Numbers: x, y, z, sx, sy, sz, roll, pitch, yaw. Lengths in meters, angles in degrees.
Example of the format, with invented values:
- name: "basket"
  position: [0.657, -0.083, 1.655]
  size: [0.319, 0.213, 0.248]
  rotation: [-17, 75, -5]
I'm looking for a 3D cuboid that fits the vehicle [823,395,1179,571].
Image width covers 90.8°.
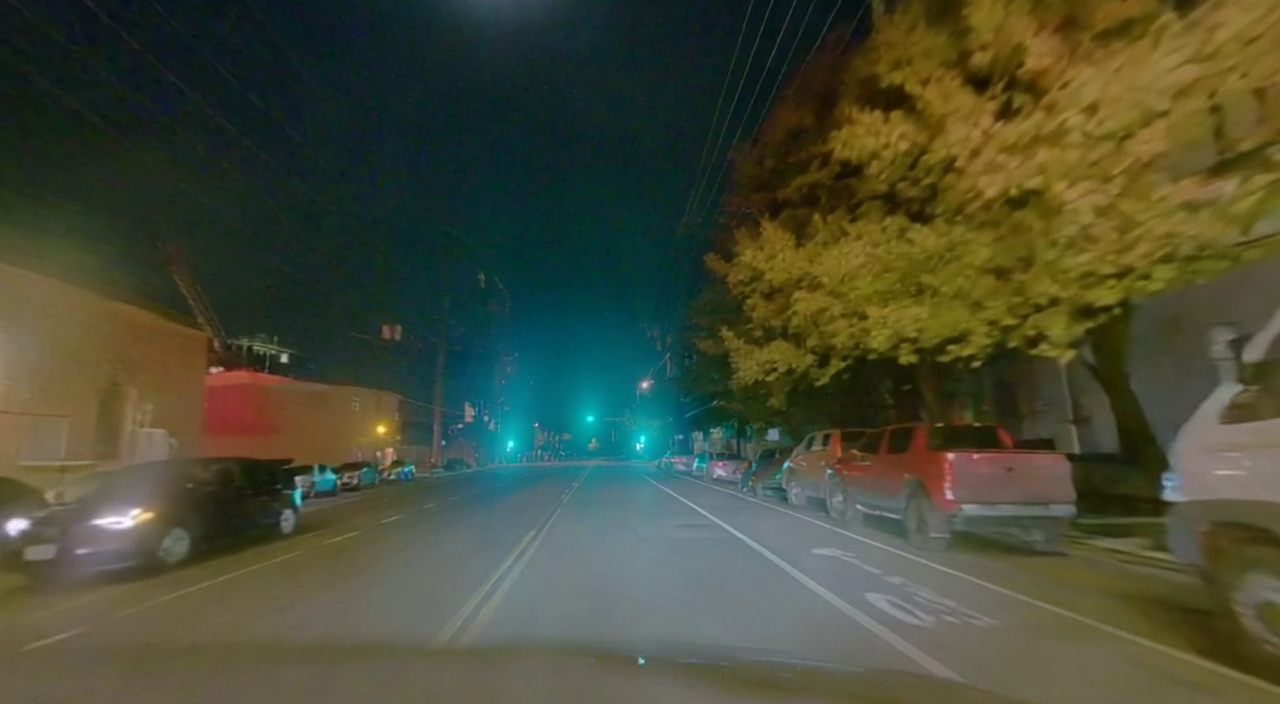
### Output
- name: "vehicle"
  position: [4.499, 1.727, 9.171]
  size: [1.897, 1.804, 5.164]
  rotation: [0, -8, -3]

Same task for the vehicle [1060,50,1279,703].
- name: "vehicle"
  position: [4.666, -0.214, 0.624]
  size: [2.815, 3.203, 7.558]
  rotation: [0, -8, -4]

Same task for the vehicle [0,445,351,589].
- name: "vehicle"
  position: [-5.986, 2.063, 8.912]
  size: [1.925, 1.479, 4.444]
  rotation: [0, -8, -3]

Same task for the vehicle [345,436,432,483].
- name: "vehicle"
  position: [-12.545, 5.430, 31.955]
  size: [2.236, 2.057, 5.416]
  rotation: [-2, -10, -1]

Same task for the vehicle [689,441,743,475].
- name: "vehicle"
  position: [3.540, 4.988, 29.995]
  size: [1.805, 1.504, 4.089]
  rotation: [0, -8, -4]
